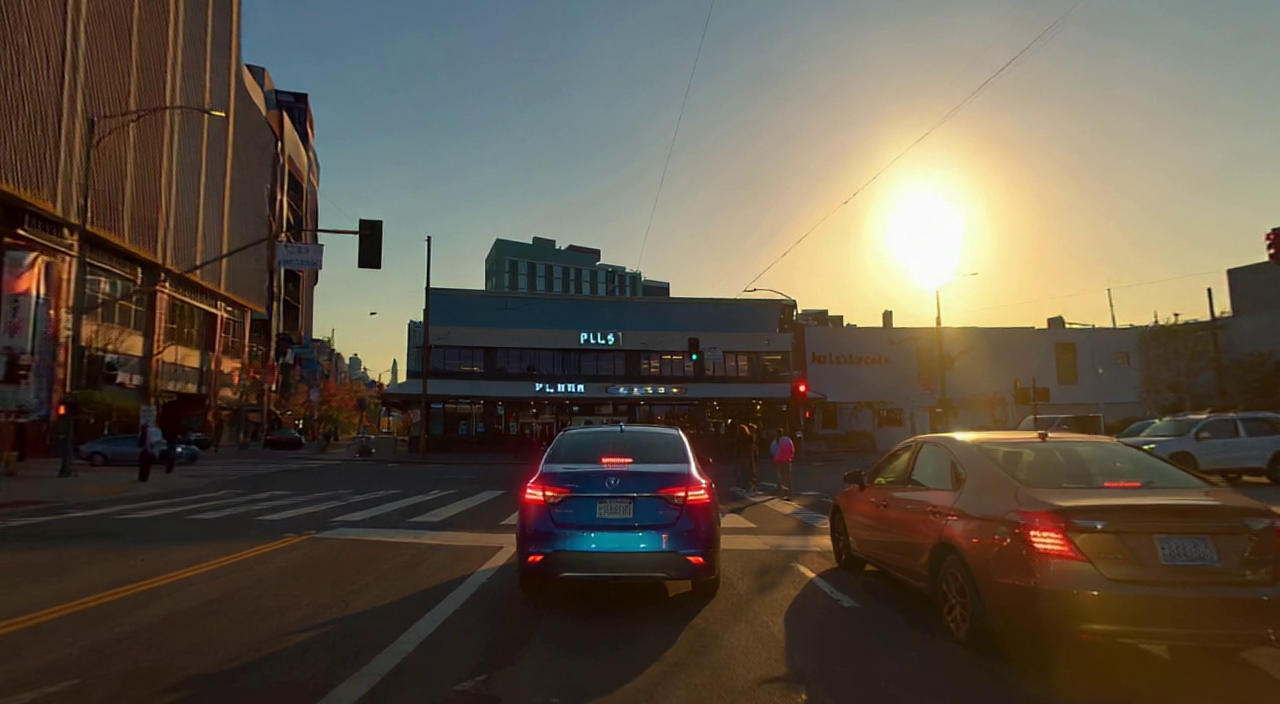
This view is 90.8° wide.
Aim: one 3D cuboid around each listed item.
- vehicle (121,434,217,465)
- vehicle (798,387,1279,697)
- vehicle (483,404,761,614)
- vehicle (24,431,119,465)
[{"bbox_3d":[-25.287,5.215,33.938,4.253,1.570,2.132,-4,-9,22],"label":"vehicle"},{"bbox_3d":[3.035,1.339,5.663,1.983,1.654,4.354,0,-8,-2],"label":"vehicle"},{"bbox_3d":[-0.141,1.552,7.265,2.123,1.589,4.702,0,-8,0],"label":"vehicle"},{"bbox_3d":[-29.604,4.982,32.899,4.164,1.652,2.087,-4,-9,24],"label":"vehicle"}]
